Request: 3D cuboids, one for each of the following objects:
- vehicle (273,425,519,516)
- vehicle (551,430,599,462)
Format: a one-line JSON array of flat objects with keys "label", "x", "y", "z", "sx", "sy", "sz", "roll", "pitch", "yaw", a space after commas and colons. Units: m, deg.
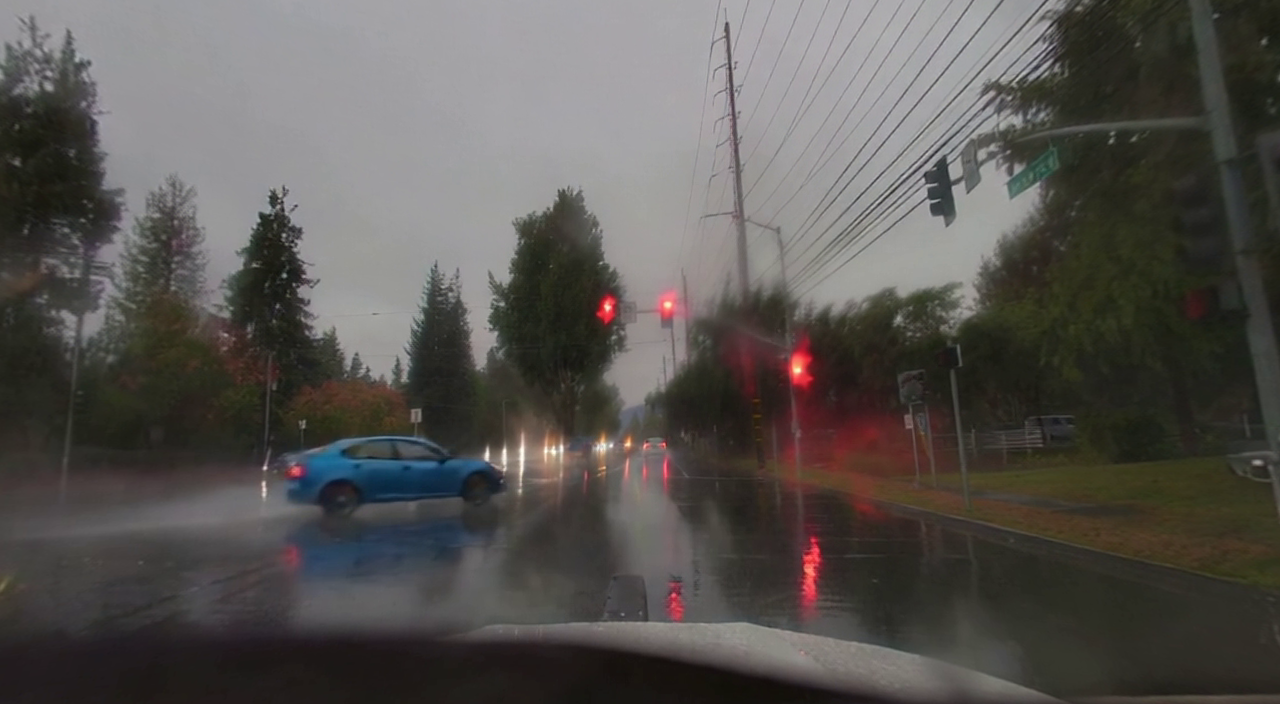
[{"label": "vehicle", "x": -5.243, "y": 2.543, "z": 13.995, "sx": 4.607, "sy": 1.666, "sz": 2.051, "roll": 8, "pitch": -12, "yaw": -43}, {"label": "vehicle", "x": -4.199, "y": 6.183, "z": 41.393, "sx": 2.175, "sy": 1.957, "sz": 4.686, "roll": -1, "pitch": -9, "yaw": 6}]
